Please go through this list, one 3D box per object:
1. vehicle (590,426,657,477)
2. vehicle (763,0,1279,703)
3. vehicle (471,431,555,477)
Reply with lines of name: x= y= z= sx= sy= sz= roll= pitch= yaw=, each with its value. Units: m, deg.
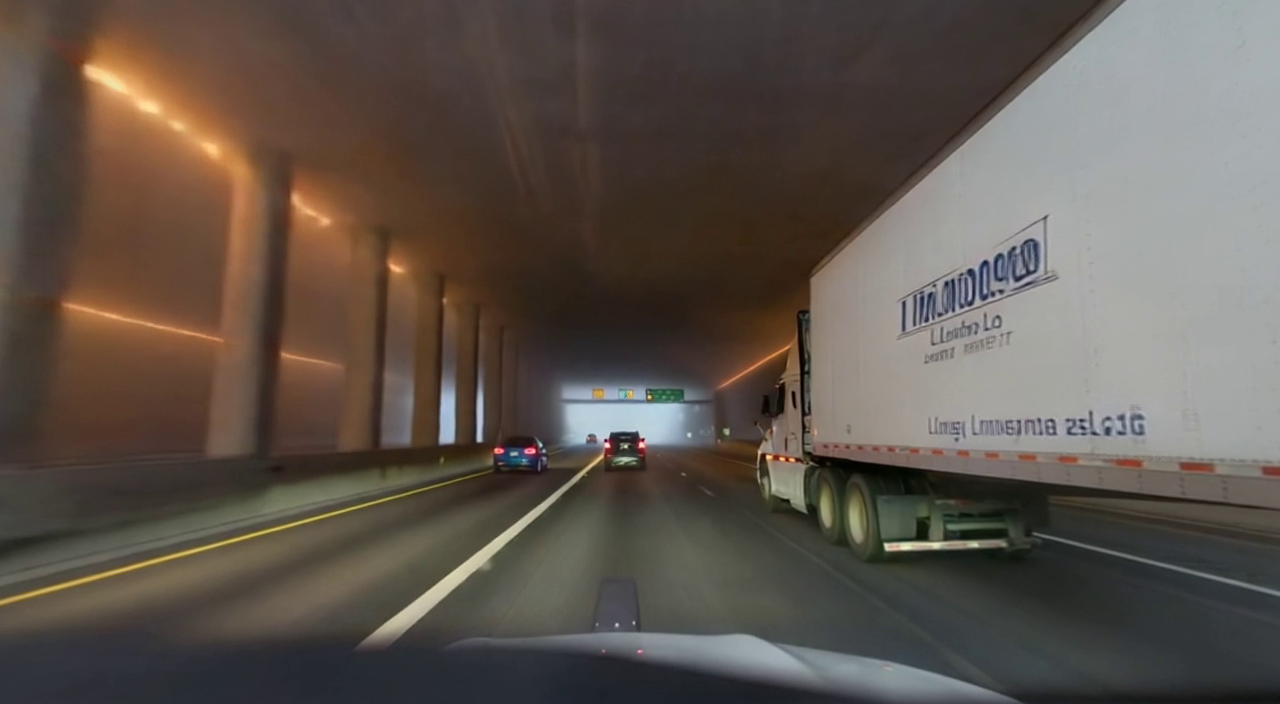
vehicle: x=-0.546 y=3.403 z=21.814 sx=2.094 sy=1.600 sz=3.666 roll=0 pitch=-8 yaw=-1
vehicle: x=3.882 y=-0.040 z=4.767 sx=2.842 sy=4.108 sz=14.081 roll=0 pitch=-8 yaw=-1
vehicle: x=-4.271 y=3.507 z=21.991 sx=2.019 sy=1.435 sz=4.317 roll=0 pitch=-8 yaw=0
